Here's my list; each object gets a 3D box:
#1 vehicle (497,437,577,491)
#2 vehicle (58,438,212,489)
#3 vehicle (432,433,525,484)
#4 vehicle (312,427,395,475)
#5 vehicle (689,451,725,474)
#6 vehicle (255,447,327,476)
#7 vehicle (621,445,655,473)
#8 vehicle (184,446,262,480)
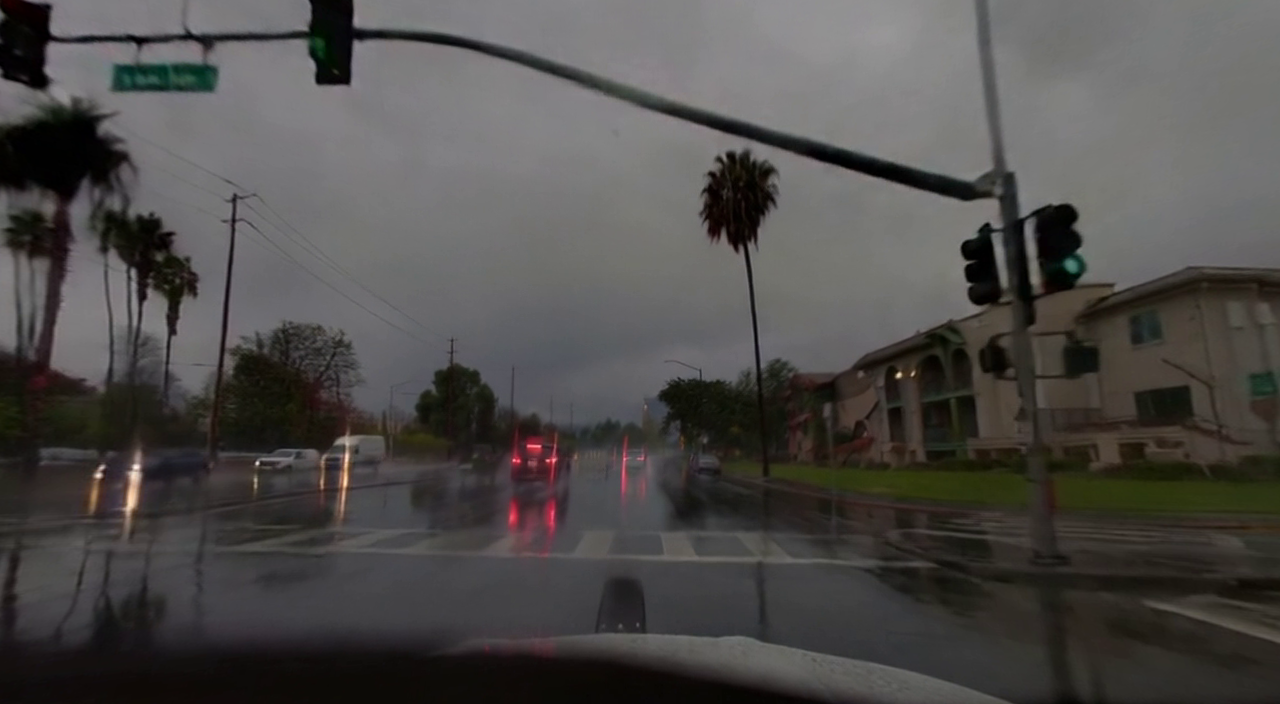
[{"bbox_3d":[-3.774,4.210,23.933,2.116,1.806,4.516,0,-9,2],"label":"vehicle"},{"bbox_3d":[-18.261,4.054,23.113,2.064,1.670,4.242,0,-9,0],"label":"vehicle"},{"bbox_3d":[-7.139,4.825,28.790,2.457,2.010,6.330,0,-9,1],"label":"vehicle"},{"bbox_3d":[-17.808,6.197,39.570,2.331,2.714,5.872,0,-9,1],"label":"vehicle"},{"bbox_3d":[4.872,8.115,46.424,1.994,1.507,4.173,1,-9,-3],"label":"vehicle"},{"bbox_3d":[-25.444,7.967,46.149,2.116,1.947,5.507,0,-9,-1],"label":"vehicle"},{"bbox_3d":[-0.129,7.582,44.793,2.280,1.803,4.240,1,-9,-1],"label":"vehicle"},{"bbox_3d":[-25.496,6.769,38.701,2.096,1.778,3.972,-4,-8,1],"label":"vehicle"}]
